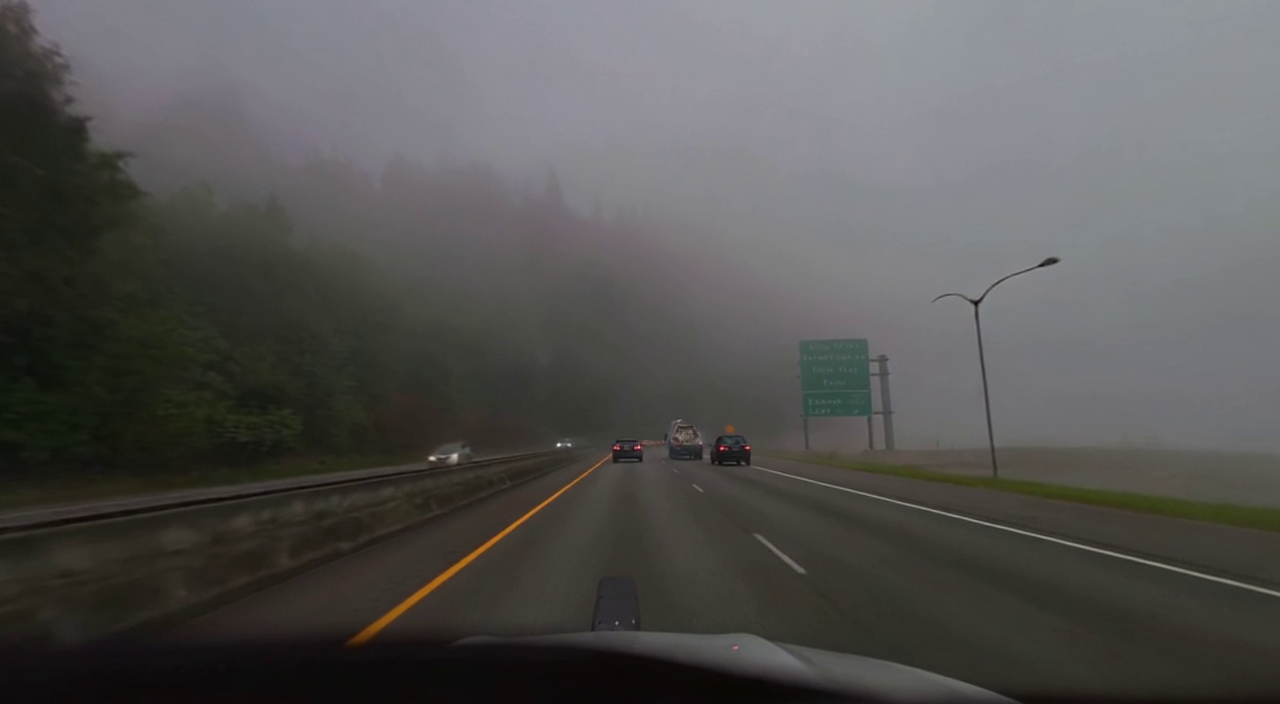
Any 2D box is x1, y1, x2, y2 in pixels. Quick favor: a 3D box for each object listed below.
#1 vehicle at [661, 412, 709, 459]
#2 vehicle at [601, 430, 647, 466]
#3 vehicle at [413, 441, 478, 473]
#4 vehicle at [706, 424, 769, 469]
[{"bbox_3d":[3.098,6.001,45.266,2.728,3.053,7.708,0,-8,-1],"label":"vehicle"},{"bbox_3d":[-0.795,4.827,32.031,2.206,1.681,4.111,0,-8,-1],"label":"vehicle"},{"bbox_3d":[-9.636,5.208,31.620,1.874,1.441,4.450,0,-8,0],"label":"vehicle"},{"bbox_3d":[4.354,4.294,28.911,2.073,1.905,4.023,0,-8,-3],"label":"vehicle"}]
